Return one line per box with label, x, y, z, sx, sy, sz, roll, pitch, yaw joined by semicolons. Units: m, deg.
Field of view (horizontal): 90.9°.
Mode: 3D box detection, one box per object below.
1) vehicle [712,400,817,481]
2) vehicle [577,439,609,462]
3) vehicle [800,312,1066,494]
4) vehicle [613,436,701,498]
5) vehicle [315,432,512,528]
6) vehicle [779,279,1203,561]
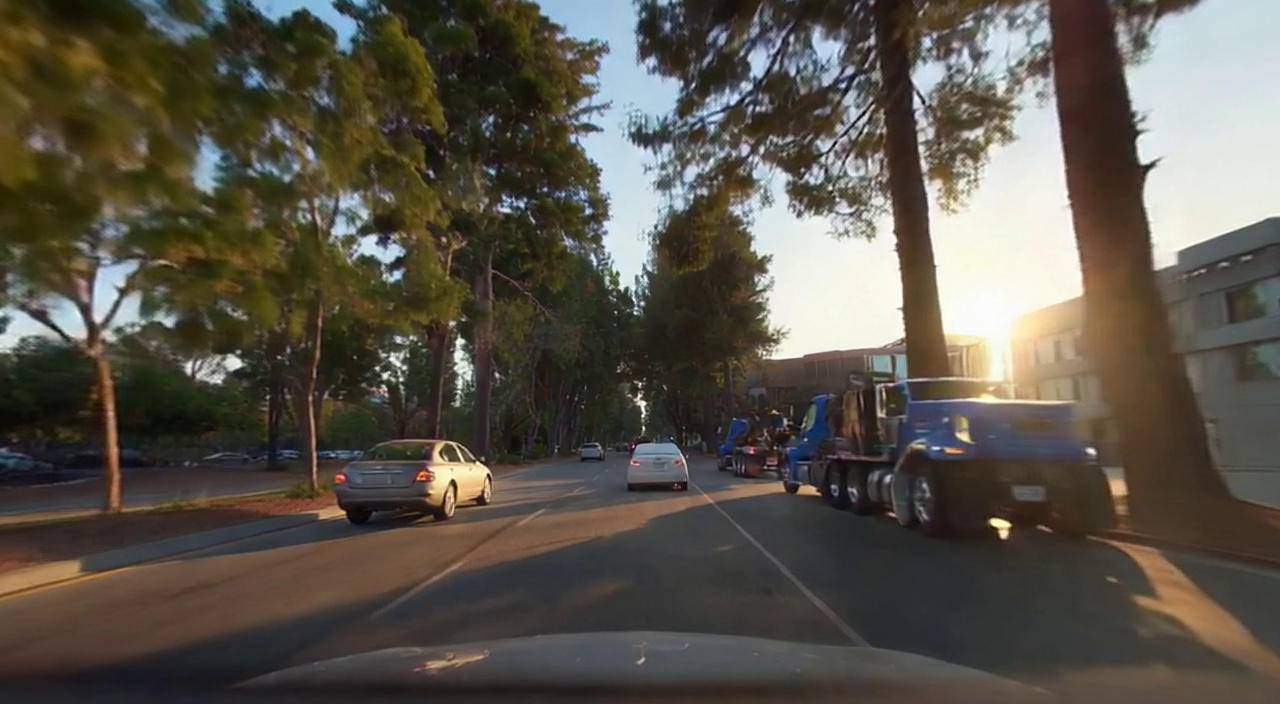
vehicle;5.557;4.208;30.023;3.089;3.258;8.841;-1;-8;0
vehicle;-3.530;7.518;48.048;2.062;1.641;4.193;0;-8;2
vehicle;5.674;1.273;13.586;2.736;3.078;5.825;0;-8;-1
vehicle;0.400;3.026;16.968;2.086;1.466;4.026;0;-8;0
vehicle;-4.083;2.383;12.417;2.003;1.507;4.808;0;-8;1
vehicle;5.633;1.602;13.570;2.867;3.600;11.047;0;-8;1
